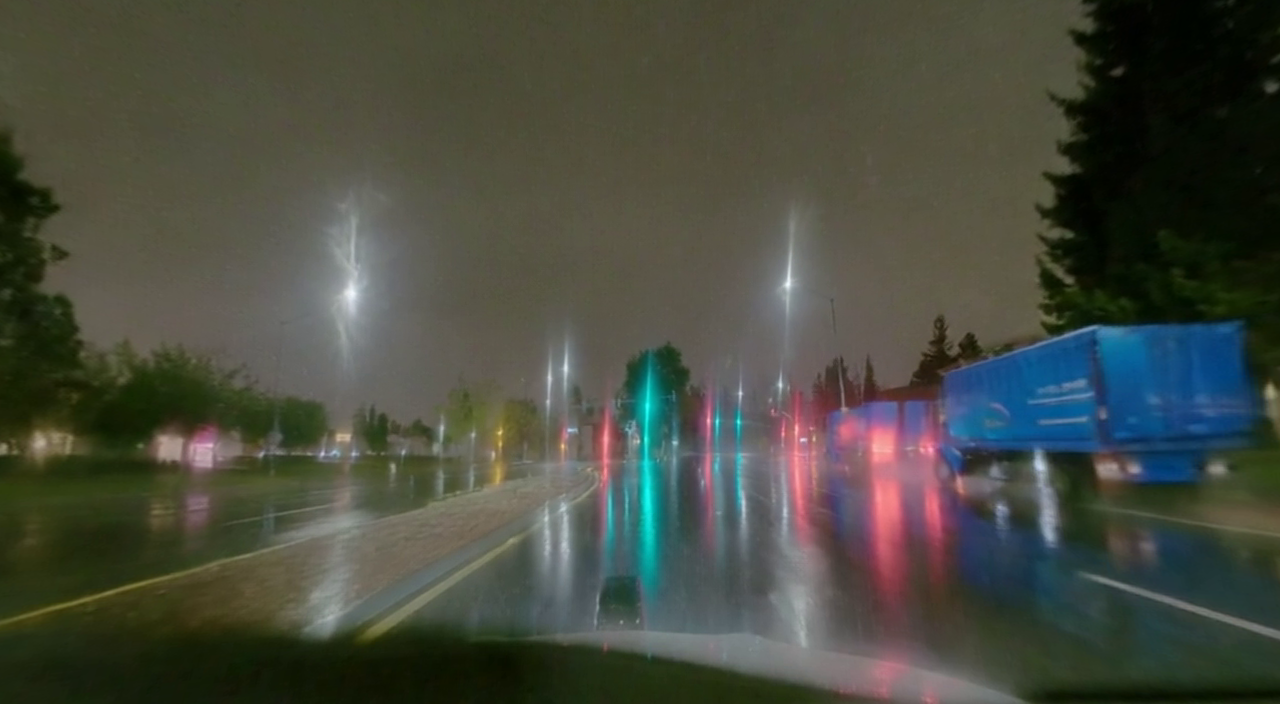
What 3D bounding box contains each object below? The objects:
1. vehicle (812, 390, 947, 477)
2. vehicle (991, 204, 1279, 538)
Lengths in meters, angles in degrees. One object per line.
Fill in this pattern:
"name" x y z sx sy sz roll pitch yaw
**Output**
"vehicle" 11.154 4.069 30.999 2.946 3.506 10.682 -1 -8 3
"vehicle" 10.002 0.010 6.738 2.907 4.439 17.681 0 -8 2
